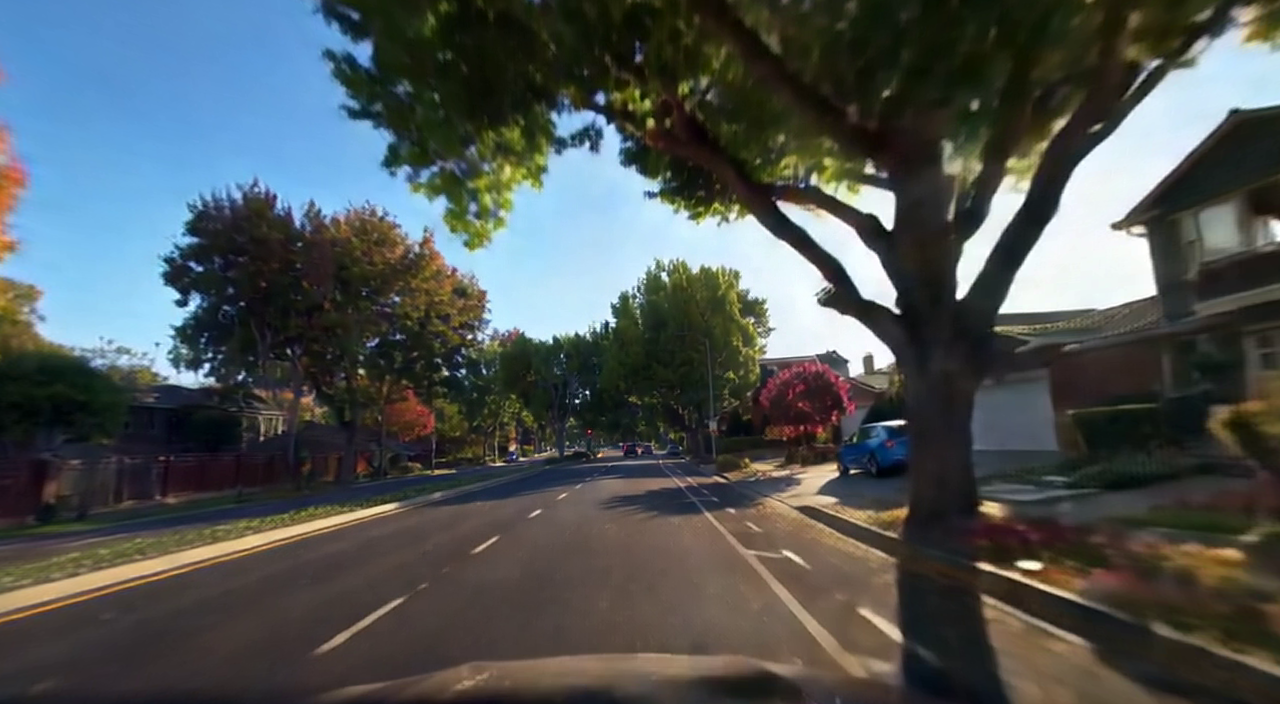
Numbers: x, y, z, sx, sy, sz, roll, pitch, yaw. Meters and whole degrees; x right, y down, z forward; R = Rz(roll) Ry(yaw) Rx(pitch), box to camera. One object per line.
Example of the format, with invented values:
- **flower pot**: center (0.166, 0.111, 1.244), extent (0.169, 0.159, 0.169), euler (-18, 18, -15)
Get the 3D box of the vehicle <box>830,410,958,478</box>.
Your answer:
- **vehicle**: center (8.203, 3.102, 21.040), extent (2.051, 1.801, 4.785), euler (-5, -9, -2)
